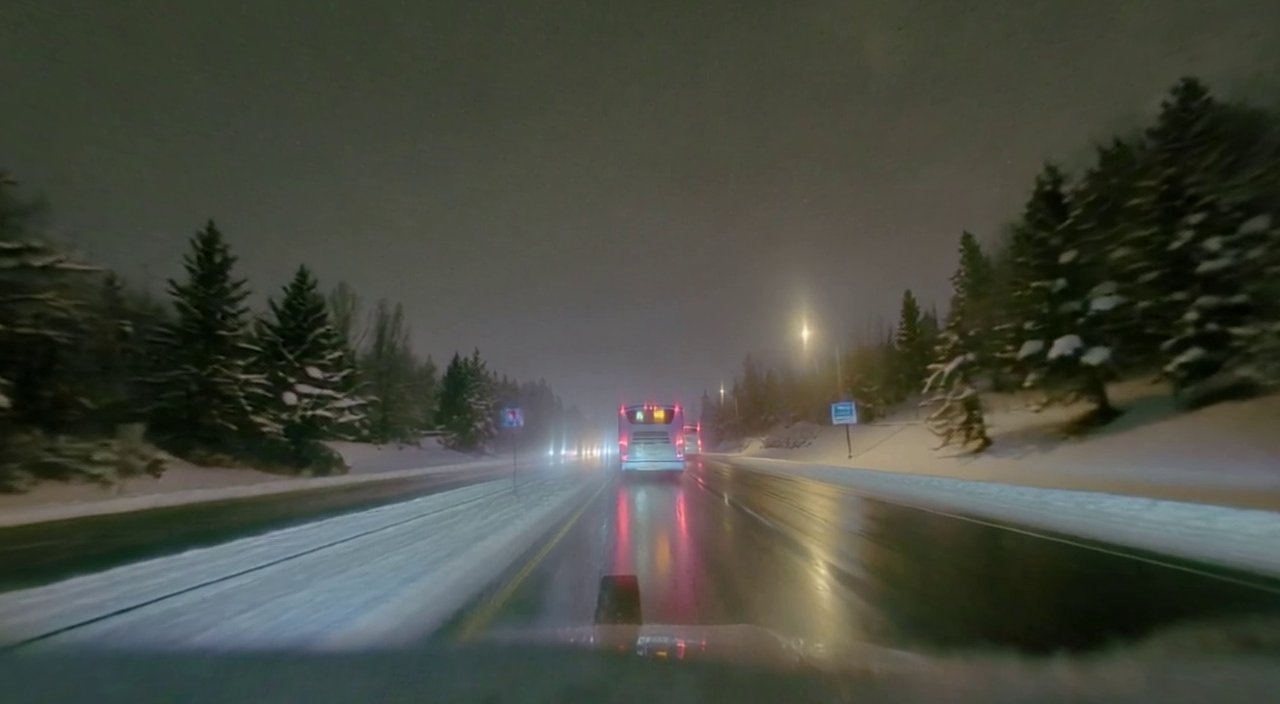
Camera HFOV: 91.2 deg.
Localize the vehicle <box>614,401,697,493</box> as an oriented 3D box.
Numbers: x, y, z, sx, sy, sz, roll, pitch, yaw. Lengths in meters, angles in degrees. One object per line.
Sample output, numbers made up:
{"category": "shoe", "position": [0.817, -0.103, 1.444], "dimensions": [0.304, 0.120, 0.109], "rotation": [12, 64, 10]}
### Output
{"category": "vehicle", "position": [0.385, 3.214, 21.290], "dimensions": [2.414, 2.675, 5.574], "rotation": [0, -9, -1]}
